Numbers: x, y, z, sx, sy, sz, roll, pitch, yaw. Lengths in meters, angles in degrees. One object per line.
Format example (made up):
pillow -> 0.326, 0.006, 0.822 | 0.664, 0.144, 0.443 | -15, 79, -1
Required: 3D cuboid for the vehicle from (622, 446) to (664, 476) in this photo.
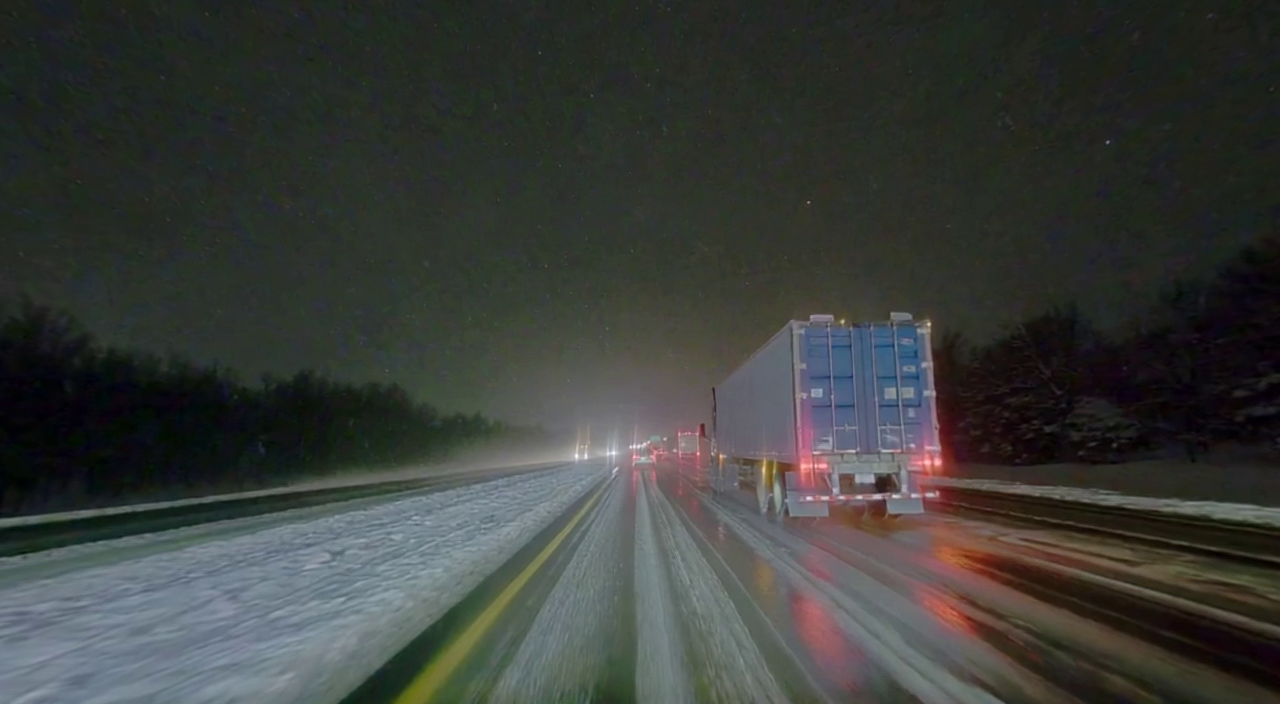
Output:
vehicle -> 0.136, 5.825, 33.603 | 2.083, 1.473, 3.923 | 0, -9, 0
